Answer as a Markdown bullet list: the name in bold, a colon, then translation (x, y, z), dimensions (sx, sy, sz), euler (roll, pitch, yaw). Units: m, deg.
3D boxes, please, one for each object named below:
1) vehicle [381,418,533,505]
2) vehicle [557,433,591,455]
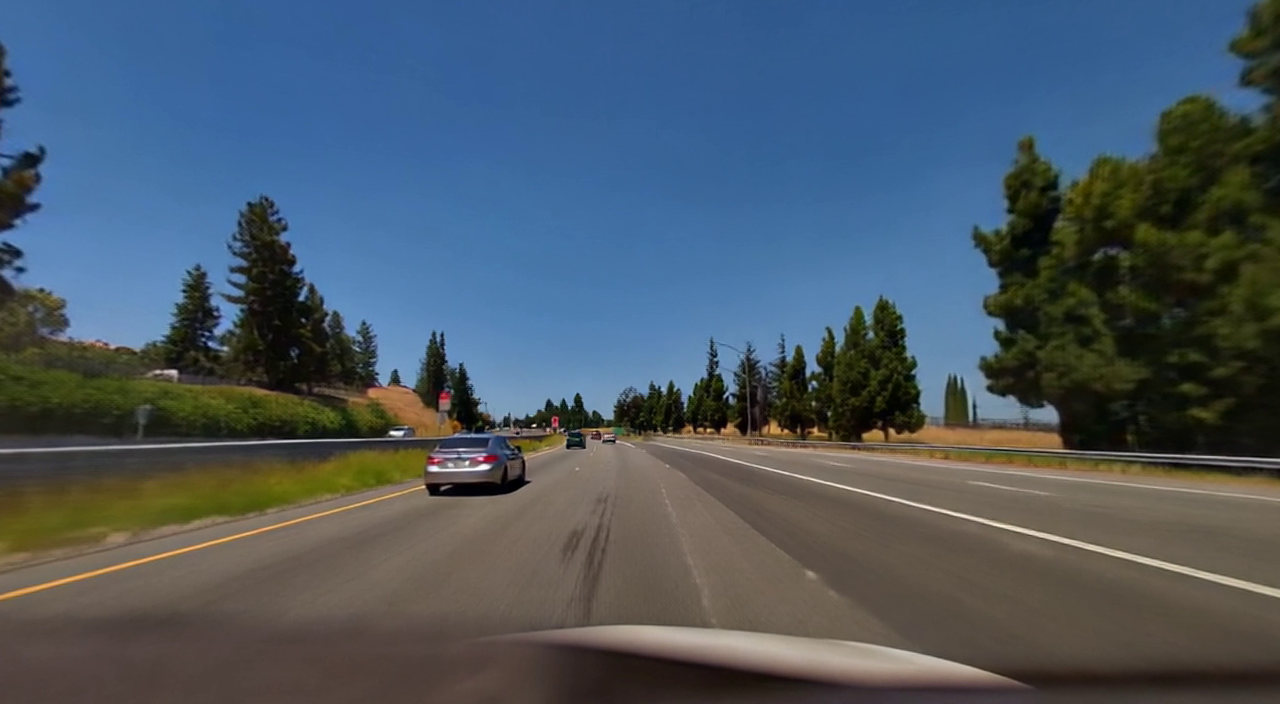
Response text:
- **vehicle**: translation (-3.823, 2.372, 14.161), dimensions (2.047, 1.612, 4.631), euler (0, -8, 0)
- **vehicle**: translation (-4.289, 6.011, 41.338), dimensions (1.874, 1.369, 3.875), euler (0, -8, -1)
